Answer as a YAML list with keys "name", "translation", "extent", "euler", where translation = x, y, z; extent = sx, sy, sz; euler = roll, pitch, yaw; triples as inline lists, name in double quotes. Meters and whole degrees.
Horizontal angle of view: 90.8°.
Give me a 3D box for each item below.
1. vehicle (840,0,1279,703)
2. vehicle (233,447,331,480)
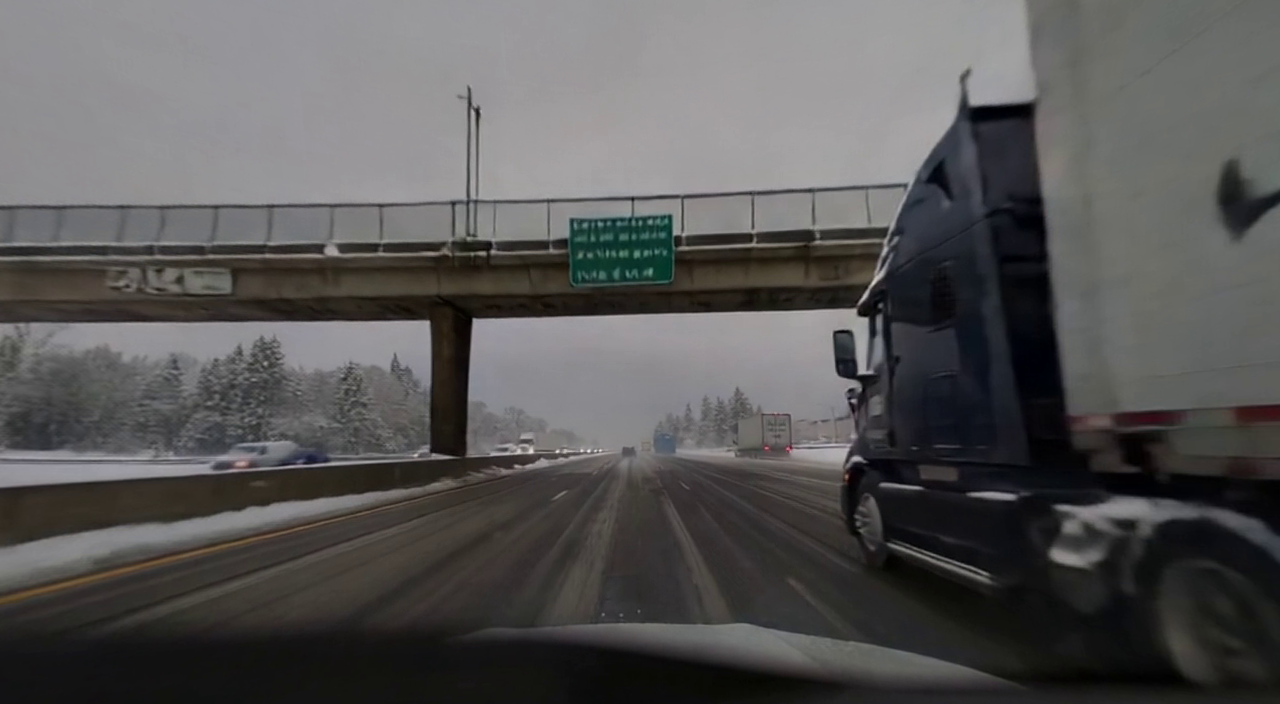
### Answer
- name: "vehicle"
  translation: [3.335, -0.348, 1.700]
  extent: [3.210, 4.239, 7.307]
  euler: [0, -9, 1]
- name: "vehicle"
  translation: [-18.176, 5.674, 32.442]
  extent: [2.085, 1.544, 4.950]
  euler: [0, -9, 1]
